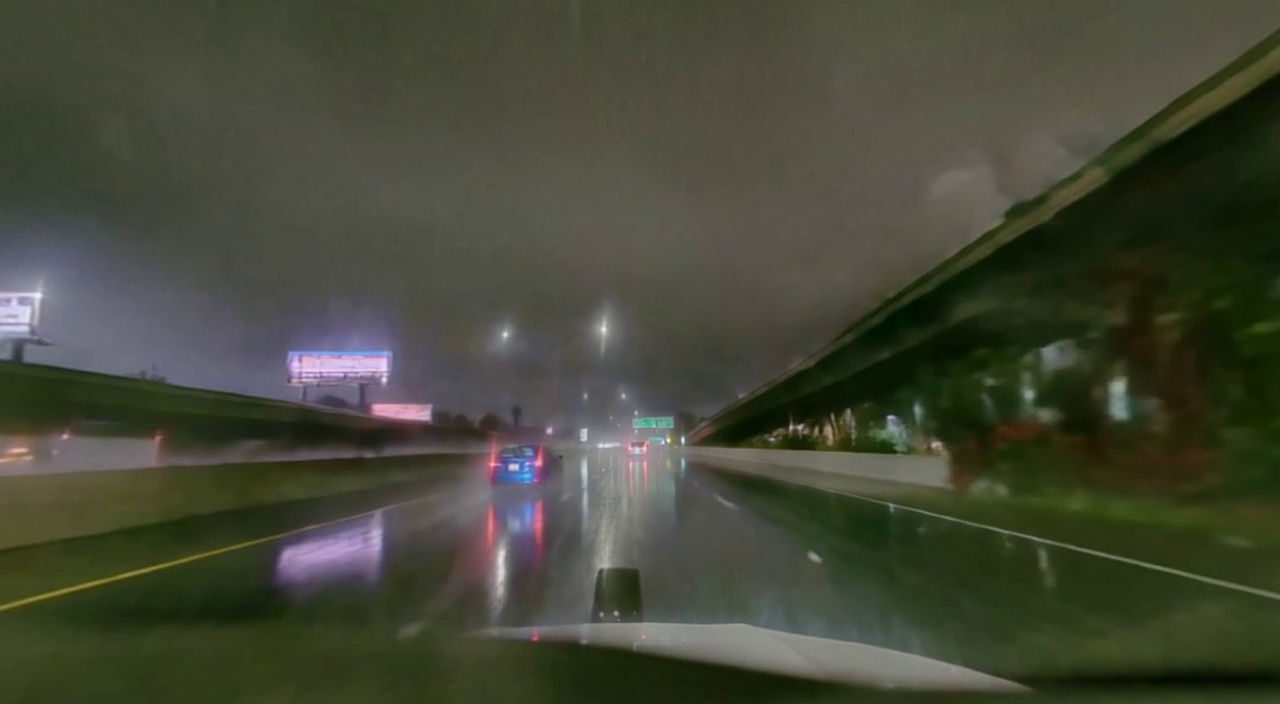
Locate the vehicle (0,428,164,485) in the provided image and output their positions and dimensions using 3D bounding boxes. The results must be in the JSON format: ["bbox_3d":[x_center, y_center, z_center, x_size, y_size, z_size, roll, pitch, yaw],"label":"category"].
[{"bbox_3d":[-41.130,7.165,44.387,2.840,3.485,16.876,1,-8,-2],"label":"vehicle"}]

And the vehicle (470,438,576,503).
[{"bbox_3d":[-3.063,3.217,17.623,2.029,1.557,4.570,0,-9,1],"label":"vehicle"}]

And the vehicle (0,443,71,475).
[{"bbox_3d":[-40.967,7.197,42.761,1.726,2.078,3.285,1,-9,0],"label":"vehicle"}]
